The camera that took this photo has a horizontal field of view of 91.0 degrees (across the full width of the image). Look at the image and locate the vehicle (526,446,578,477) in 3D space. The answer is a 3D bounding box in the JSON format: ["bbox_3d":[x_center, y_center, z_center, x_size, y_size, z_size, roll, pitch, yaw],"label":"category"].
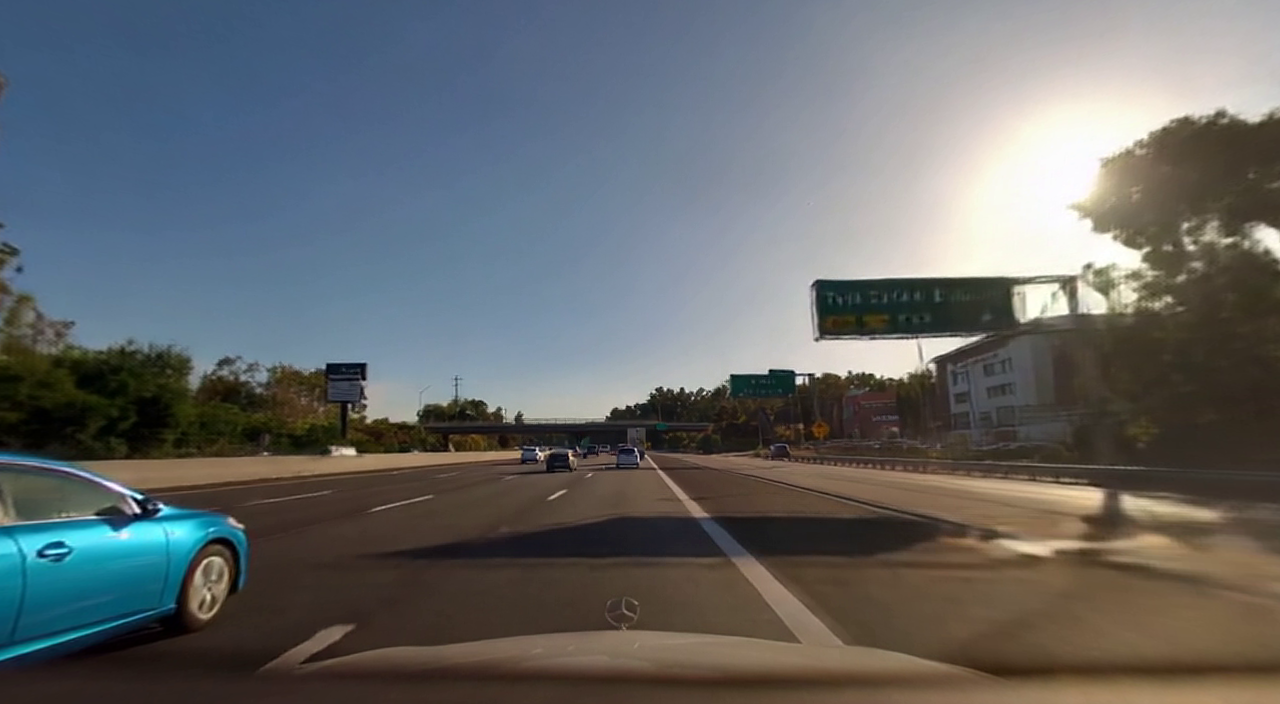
[{"bbox_3d":[-4.605,5.821,33.711,2.071,1.553,4.388,0,-9,1],"label":"vehicle"}]

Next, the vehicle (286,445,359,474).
[{"bbox_3d":[-18.555,6.281,37.039,2.024,1.594,4.333,0,-9,0],"label":"vehicle"}]

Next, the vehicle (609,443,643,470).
[{"bbox_3d":[-0.896,6.997,42.162,2.102,1.692,4.057,0,-9,1],"label":"vehicle"}]

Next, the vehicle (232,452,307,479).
[{"bbox_3d":[-22.374,6.830,38.243,1.923,1.488,4.300,0,-9,0],"label":"vehicle"}]
